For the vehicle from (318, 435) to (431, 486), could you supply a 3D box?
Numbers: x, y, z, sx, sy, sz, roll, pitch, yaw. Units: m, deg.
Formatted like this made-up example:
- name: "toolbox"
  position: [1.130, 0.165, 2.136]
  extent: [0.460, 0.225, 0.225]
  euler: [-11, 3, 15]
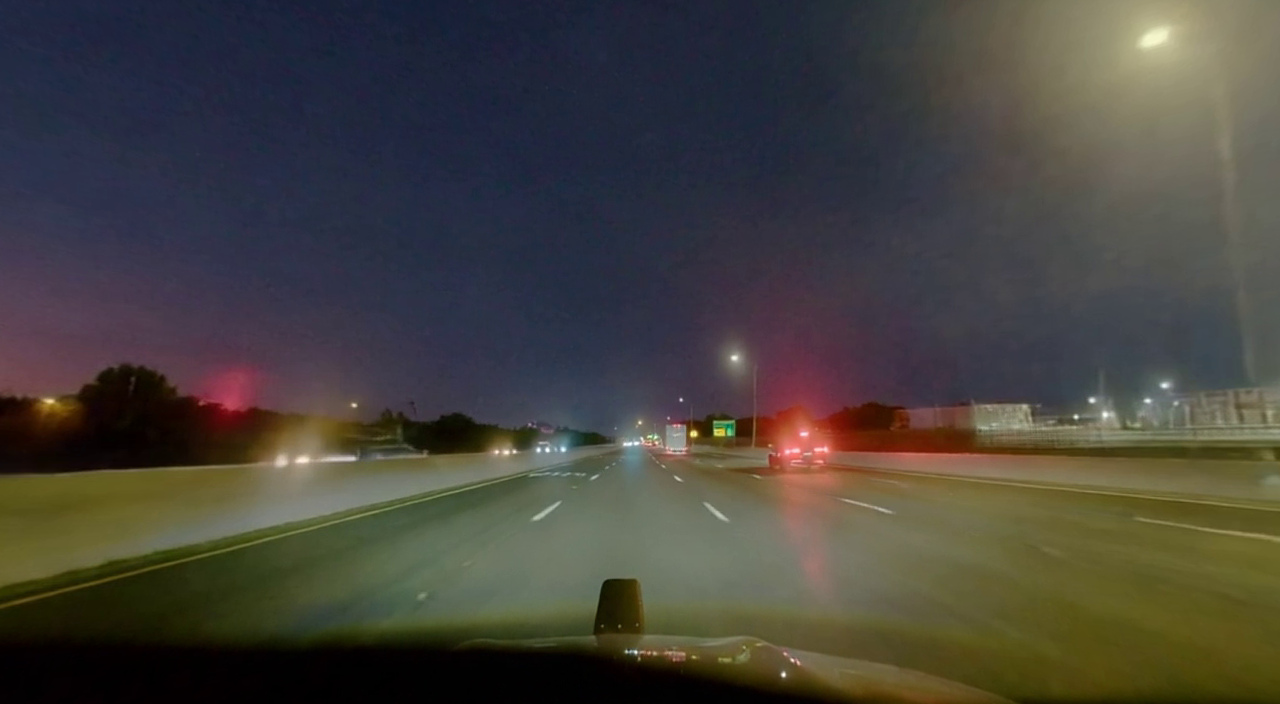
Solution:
- name: "vehicle"
  position: [-10.161, 4.203, 24.698]
  extent: [2.253, 1.764, 4.794]
  euler: [0, -9, 1]

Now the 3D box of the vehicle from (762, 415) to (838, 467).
- name: "vehicle"
  position: [11.235, 6.469, 45.528]
  extent: [2.912, 3.293, 9.588]
  euler: [0, -9, -1]
